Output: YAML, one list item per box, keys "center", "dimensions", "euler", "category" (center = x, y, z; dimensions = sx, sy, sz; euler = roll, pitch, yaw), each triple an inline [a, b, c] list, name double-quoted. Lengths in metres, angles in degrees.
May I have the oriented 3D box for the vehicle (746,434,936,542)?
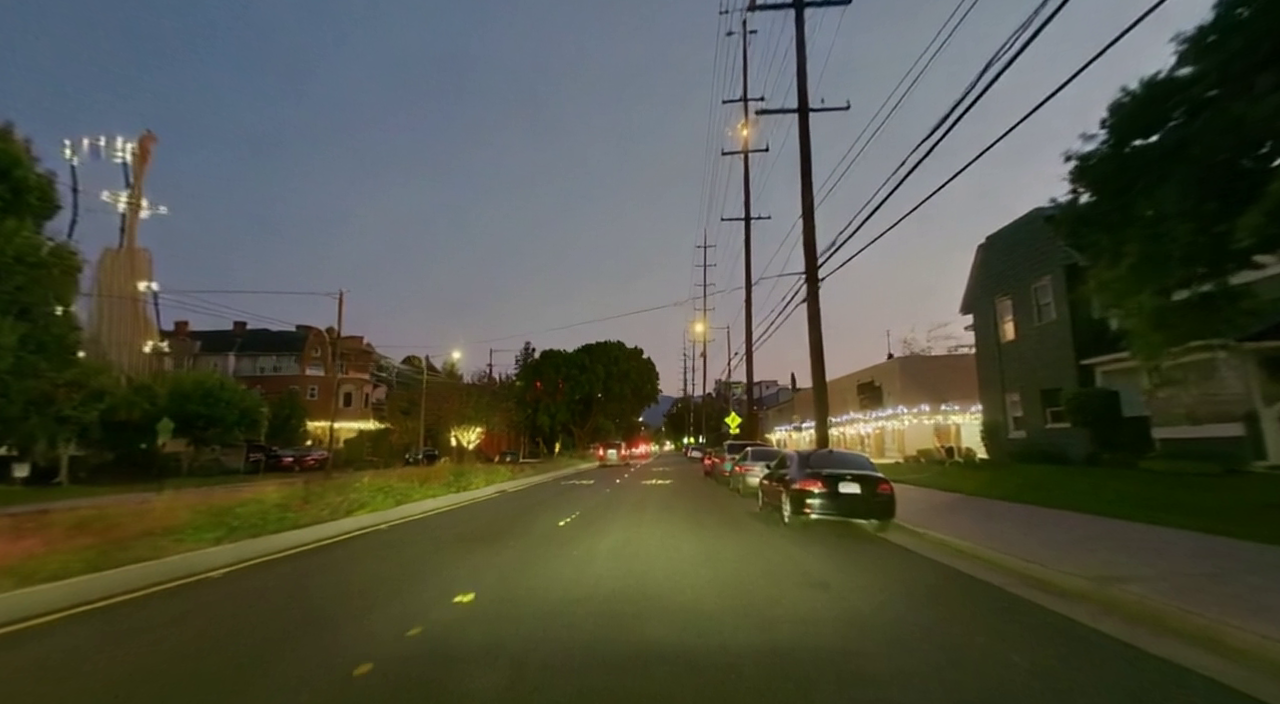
- center: [3.249, 2.290, 11.326]
  dimensions: [1.985, 1.500, 4.654]
  euler: [0, -9, 1]
  category: "vehicle"

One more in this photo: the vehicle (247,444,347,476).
- center: [-21.938, 6.924, 40.577]
  dimensions: [5.252, 1.925, 2.061]
  euler: [3, -9, -19]
  category: "vehicle"

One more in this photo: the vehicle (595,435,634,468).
- center: [-1.593, 6.507, 41.275]
  dimensions: [2.202, 1.961, 4.980]
  euler: [0, -9, 2]
  category: "vehicle"
